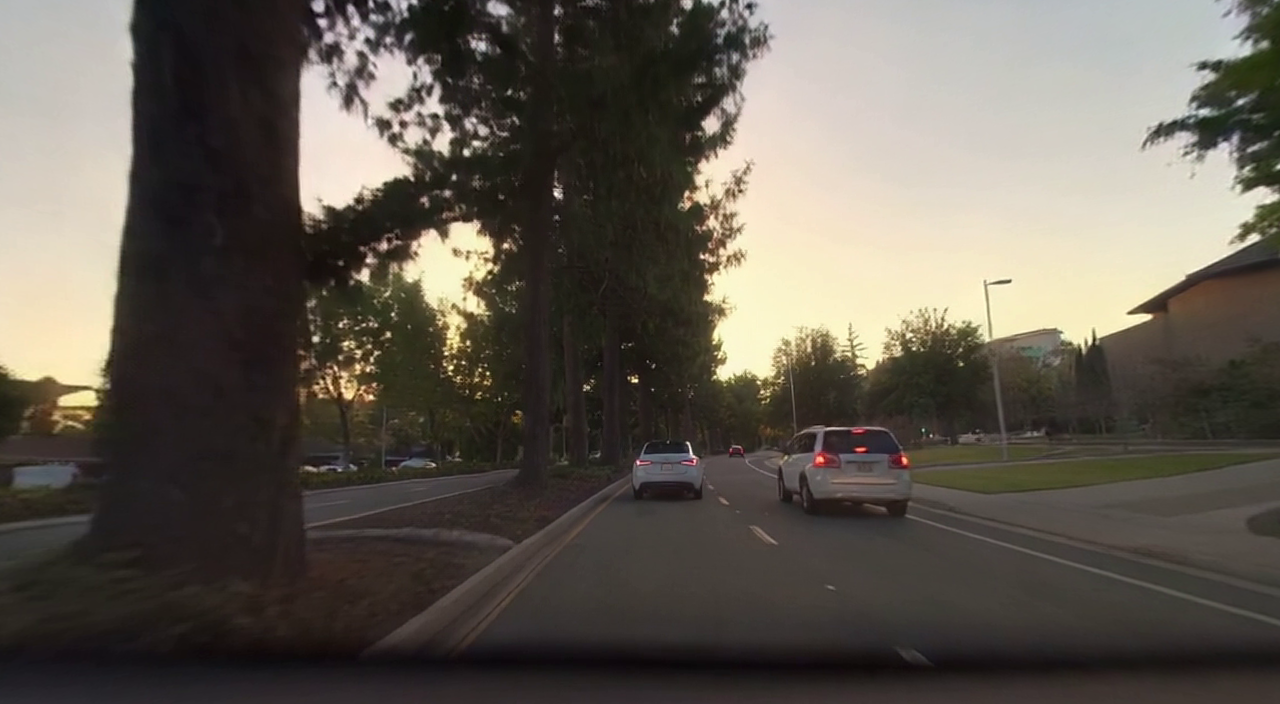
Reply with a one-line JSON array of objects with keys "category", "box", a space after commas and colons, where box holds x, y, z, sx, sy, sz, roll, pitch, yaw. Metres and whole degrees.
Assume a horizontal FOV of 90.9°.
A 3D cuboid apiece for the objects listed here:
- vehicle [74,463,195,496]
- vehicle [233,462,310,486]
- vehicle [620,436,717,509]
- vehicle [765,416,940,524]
[{"category": "vehicle", "box": [-27.215, 6.891, 34.062, 4.951, 1.618, 1.952, -1, -8, 3]}, {"category": "vehicle", "box": [-26.125, 8.609, 44.728, 4.434, 1.582, 1.946, -2, -8, 10]}, {"category": "vehicle", "box": [0.722, 2.976, 16.088, 2.154, 1.585, 3.997, -1, -8, 3]}, {"category": "vehicle", "box": [4.187, 2.412, 13.547, 1.953, 1.818, 5.299, 0, -8, 1]}]
